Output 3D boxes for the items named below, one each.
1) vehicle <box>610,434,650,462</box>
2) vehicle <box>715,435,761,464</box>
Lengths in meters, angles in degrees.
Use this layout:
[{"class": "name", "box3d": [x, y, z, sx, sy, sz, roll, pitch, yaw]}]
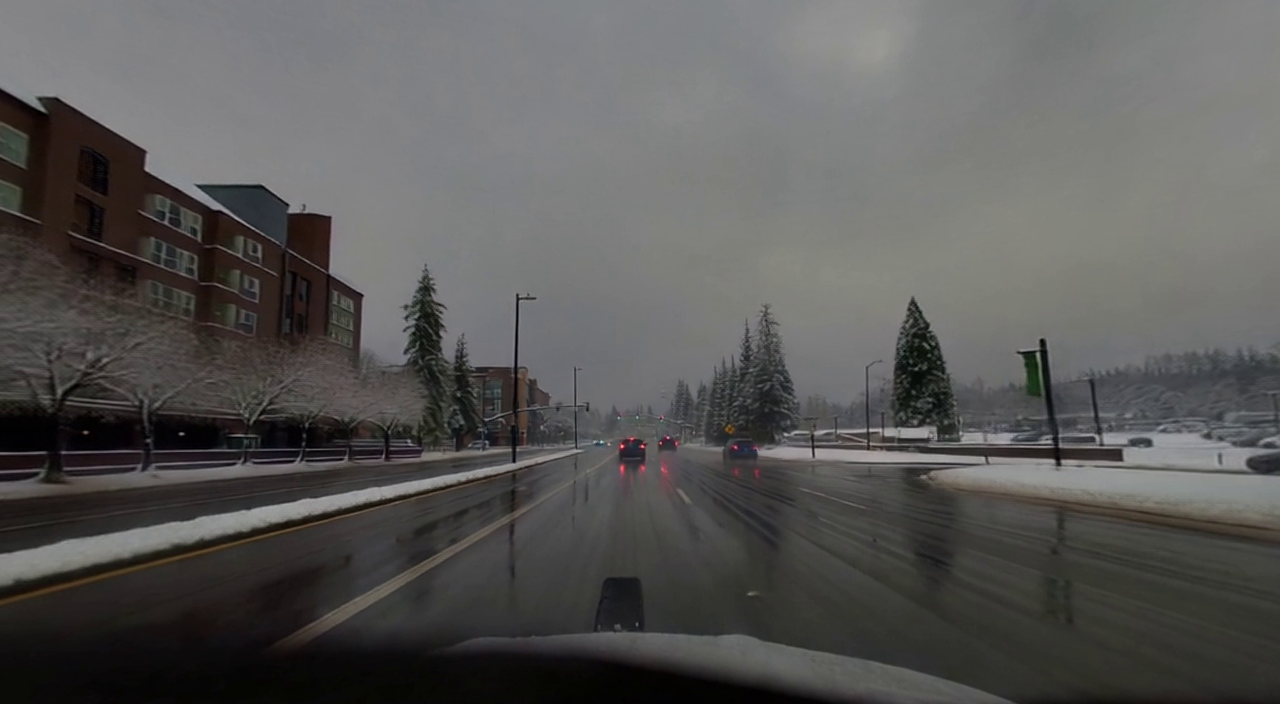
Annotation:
[{"class": "vehicle", "box3d": [-0.689, 6.936, 45.608, 2.682, 1.908, 5.706, 0, -9, -1]}, {"class": "vehicle", "box3d": [6.527, 6.534, 42.321, 2.136, 1.799, 4.796, 1, -9, -2]}]
